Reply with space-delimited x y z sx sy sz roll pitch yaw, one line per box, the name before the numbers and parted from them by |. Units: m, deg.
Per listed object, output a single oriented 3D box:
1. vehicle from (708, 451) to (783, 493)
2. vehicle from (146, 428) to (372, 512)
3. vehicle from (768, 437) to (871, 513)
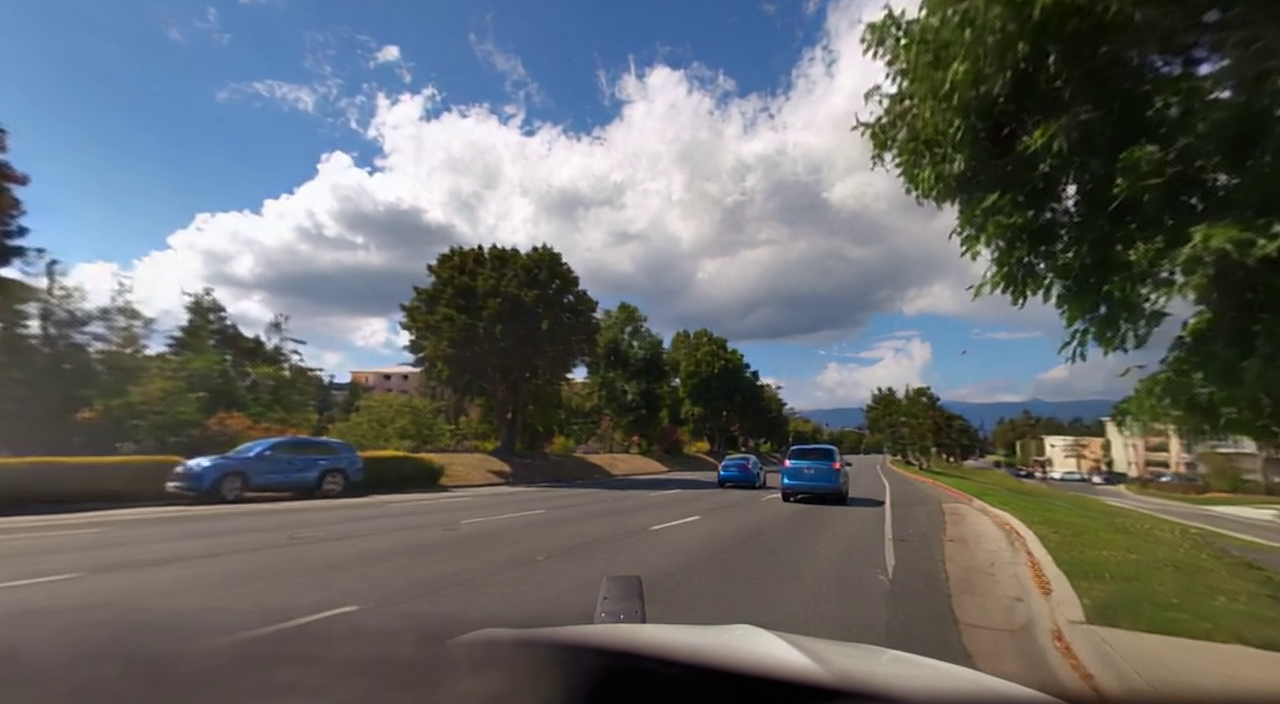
vehicle | 4.648 5.081 27.230 2.123 1.592 4.505 -4 -9 23
vehicle | -9.496 2.940 16.272 1.973 1.826 4.538 -4 -9 25
vehicle | 5.209 3.370 17.926 2.125 1.830 4.370 -4 -9 24
